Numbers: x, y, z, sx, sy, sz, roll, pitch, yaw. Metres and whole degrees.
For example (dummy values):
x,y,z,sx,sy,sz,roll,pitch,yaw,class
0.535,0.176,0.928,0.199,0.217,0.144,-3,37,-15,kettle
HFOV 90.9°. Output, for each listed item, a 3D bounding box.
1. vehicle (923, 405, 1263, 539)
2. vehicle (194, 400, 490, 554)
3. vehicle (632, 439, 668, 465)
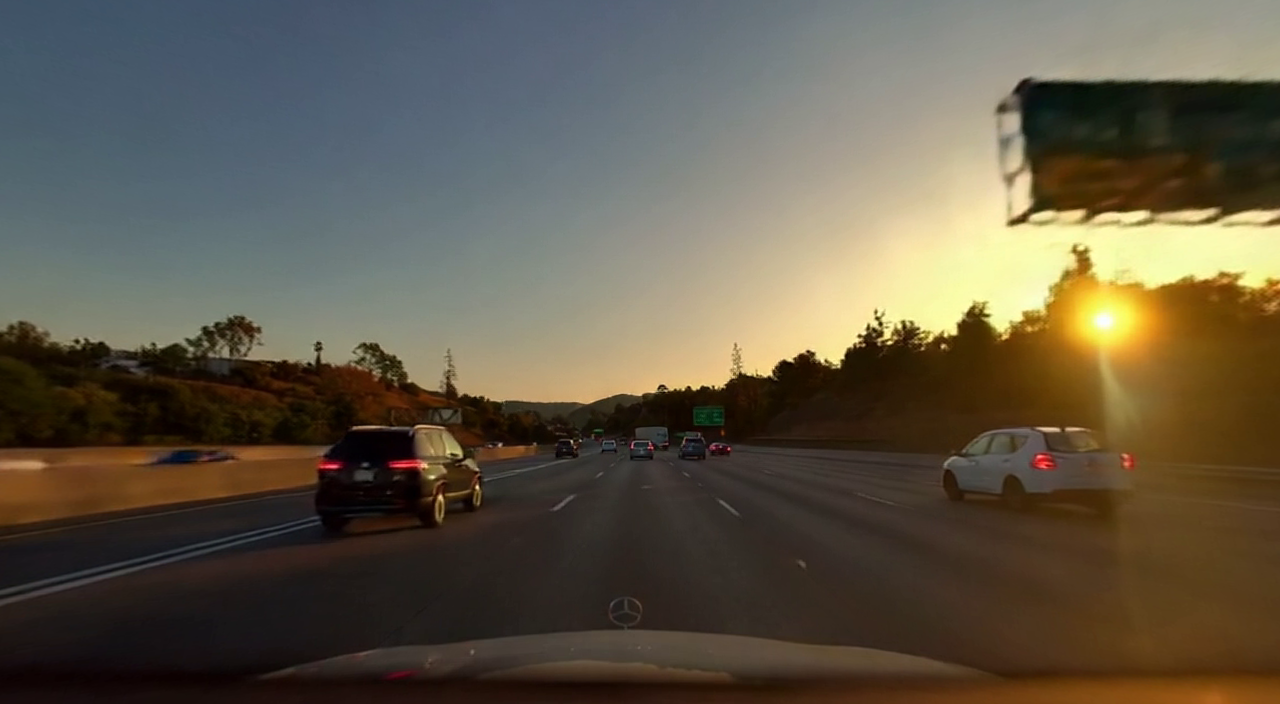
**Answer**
x,y,z,sx,sy,sz,roll,pitch,yaw,class
7.124,1.945,10.876,2.123,1.756,4.959,0,-8,0,vehicle
-4.014,1.791,9.737,2.118,1.750,4.875,0,-8,1,vehicle
0.569,6.089,38.455,2.050,1.452,3.917,0,-8,-1,vehicle
